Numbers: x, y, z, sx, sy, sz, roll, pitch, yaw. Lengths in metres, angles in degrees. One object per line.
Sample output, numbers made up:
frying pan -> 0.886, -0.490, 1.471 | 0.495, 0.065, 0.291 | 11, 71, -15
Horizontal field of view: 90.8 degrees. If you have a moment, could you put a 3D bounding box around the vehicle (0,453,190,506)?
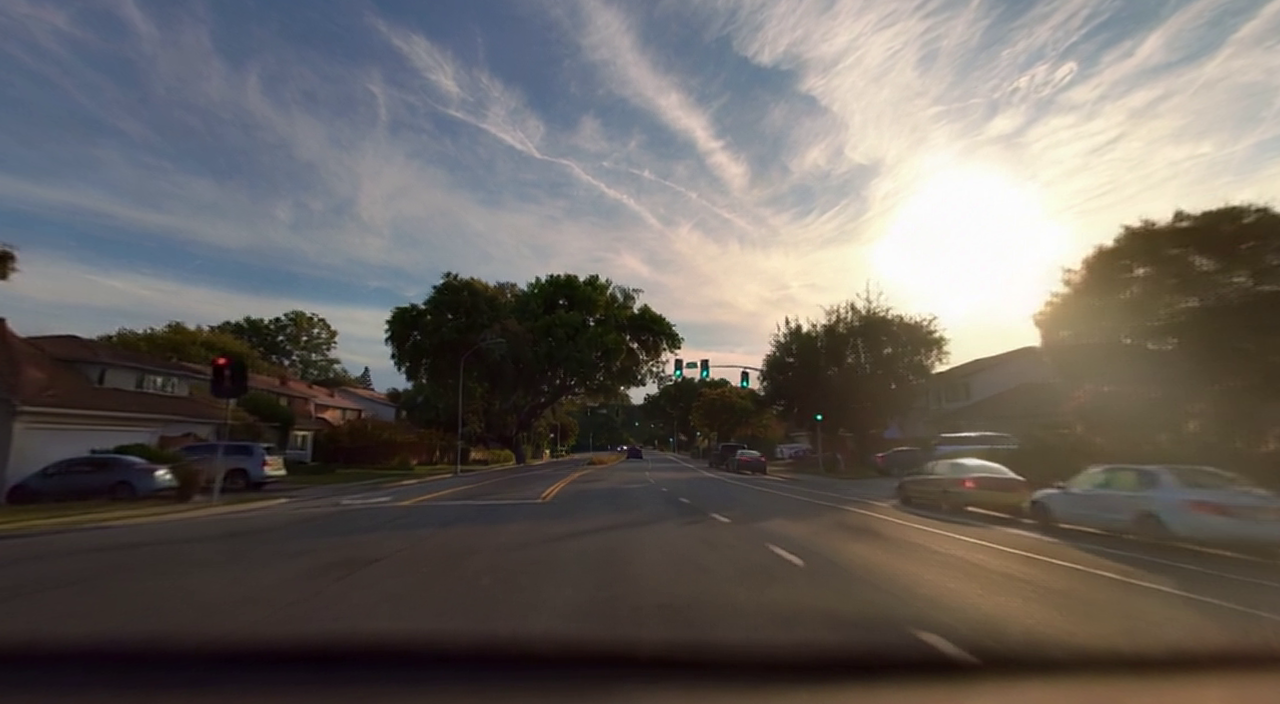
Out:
vehicle -> -17.695, 4.106, 20.545 | 4.598, 1.445, 1.973 | -2, -9, 0

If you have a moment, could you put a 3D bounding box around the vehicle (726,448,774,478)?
vehicle -> 6.711, 6.794, 39.057 | 2.064, 1.498, 4.877 | 6, -8, 1

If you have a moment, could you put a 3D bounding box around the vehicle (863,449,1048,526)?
vehicle -> 7.570, 3.245, 15.854 | 1.934, 1.504, 4.928 | 4, -9, -3

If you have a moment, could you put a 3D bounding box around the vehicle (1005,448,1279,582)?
vehicle -> 7.978, 2.252, 9.665 | 1.951, 1.528, 4.366 | 1, -9, -4

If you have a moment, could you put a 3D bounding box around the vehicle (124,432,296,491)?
vehicle -> -17.766, 4.558, 26.379 | 5.096, 2.070, 2.687 | 2, -9, 2

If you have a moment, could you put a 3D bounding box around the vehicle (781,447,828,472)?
vehicle -> 10.618, 6.977, 41.120 | 1.925, 1.490, 4.475 | -1, -9, 1
